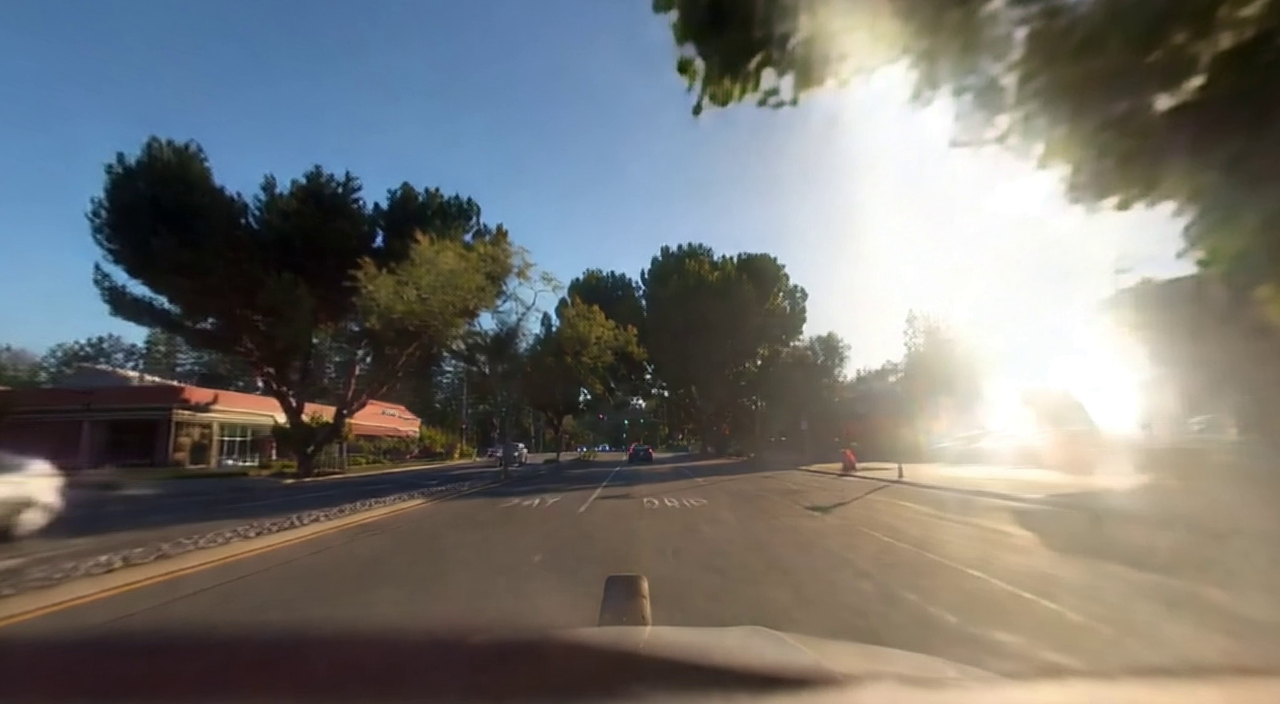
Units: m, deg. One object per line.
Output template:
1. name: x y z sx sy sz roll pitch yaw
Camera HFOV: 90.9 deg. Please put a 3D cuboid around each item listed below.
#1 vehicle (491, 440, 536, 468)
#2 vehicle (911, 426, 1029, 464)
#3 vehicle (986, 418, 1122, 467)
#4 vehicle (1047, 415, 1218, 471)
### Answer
1. vehicle: -8.611 6.982 43.222 2.149 1.793 4.468 0 -9 0
2. vehicle: 17.709 5.006 34.024 5.117 1.933 2.035 -1 -8 3
3. vehicle: 17.009 3.764 26.117 3.928 1.661 2.249 -4 -9 -1
4. vehicle: 18.135 3.367 23.329 4.904 1.577 1.863 -3 -9 -8
